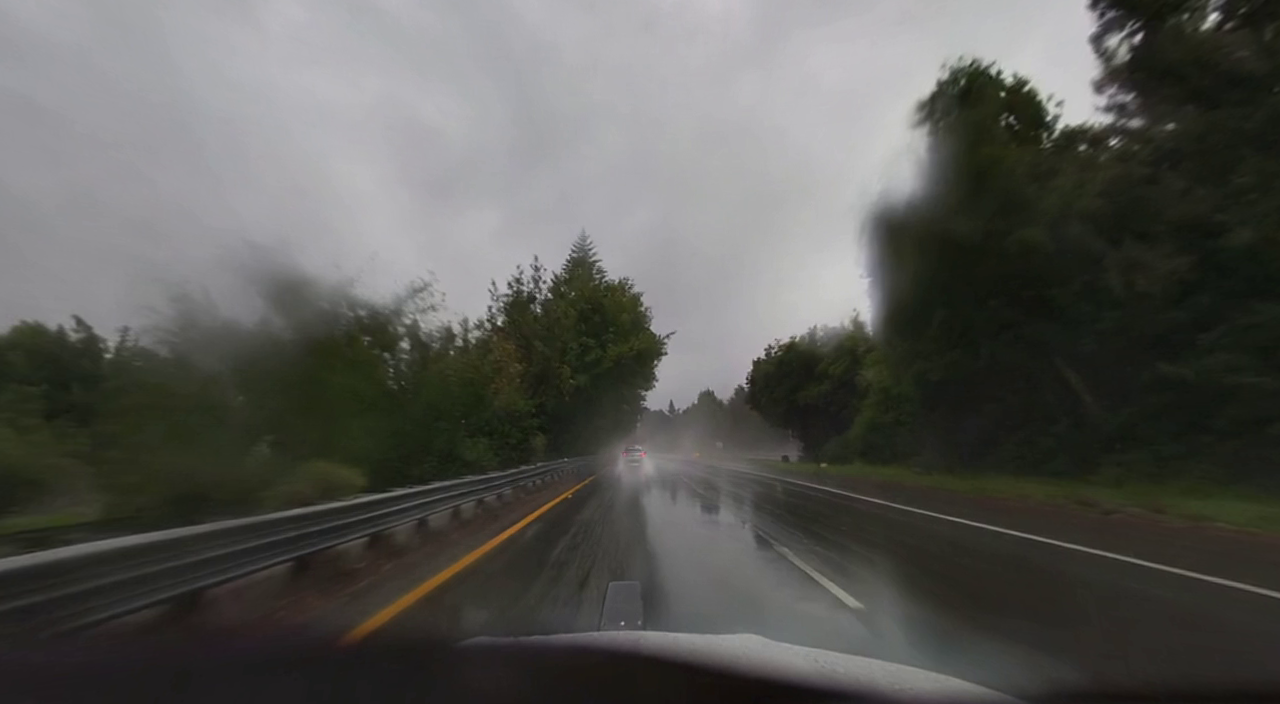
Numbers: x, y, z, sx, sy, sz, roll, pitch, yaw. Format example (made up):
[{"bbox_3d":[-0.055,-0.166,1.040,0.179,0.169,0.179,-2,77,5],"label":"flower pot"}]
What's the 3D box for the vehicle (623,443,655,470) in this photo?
[{"bbox_3d":[-0.108,6.840,41.258,1.987,1.658,3.620,0,-9,-1],"label":"vehicle"}]
